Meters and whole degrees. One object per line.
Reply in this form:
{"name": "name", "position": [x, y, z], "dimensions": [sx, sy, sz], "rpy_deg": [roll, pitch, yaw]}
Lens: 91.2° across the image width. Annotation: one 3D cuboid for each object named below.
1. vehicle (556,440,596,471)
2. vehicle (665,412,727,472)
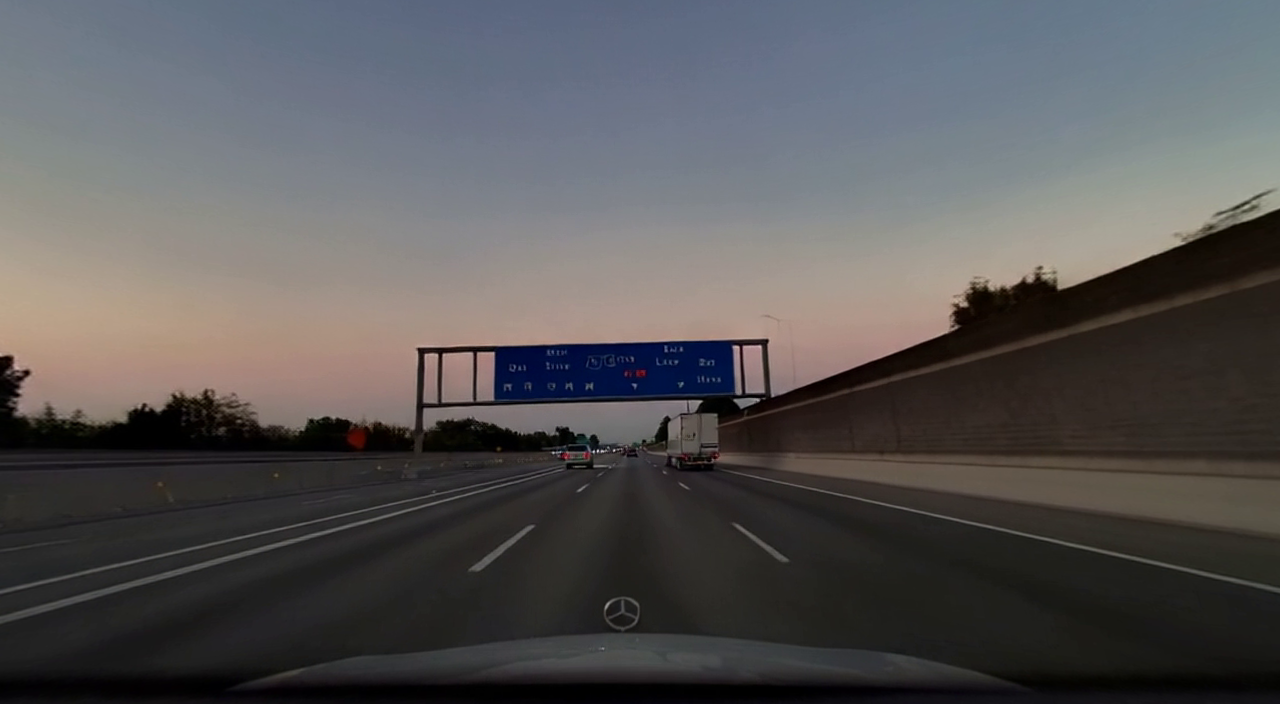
{"name": "vehicle", "position": [-4.088, 6.724, 40.809], "dimensions": [2.173, 1.857, 4.800], "rpy_deg": [0, -9, -1]}
{"name": "vehicle", "position": [3.562, 6.245, 43.132], "dimensions": [2.823, 3.509, 12.118], "rpy_deg": [0, -9, -1]}
